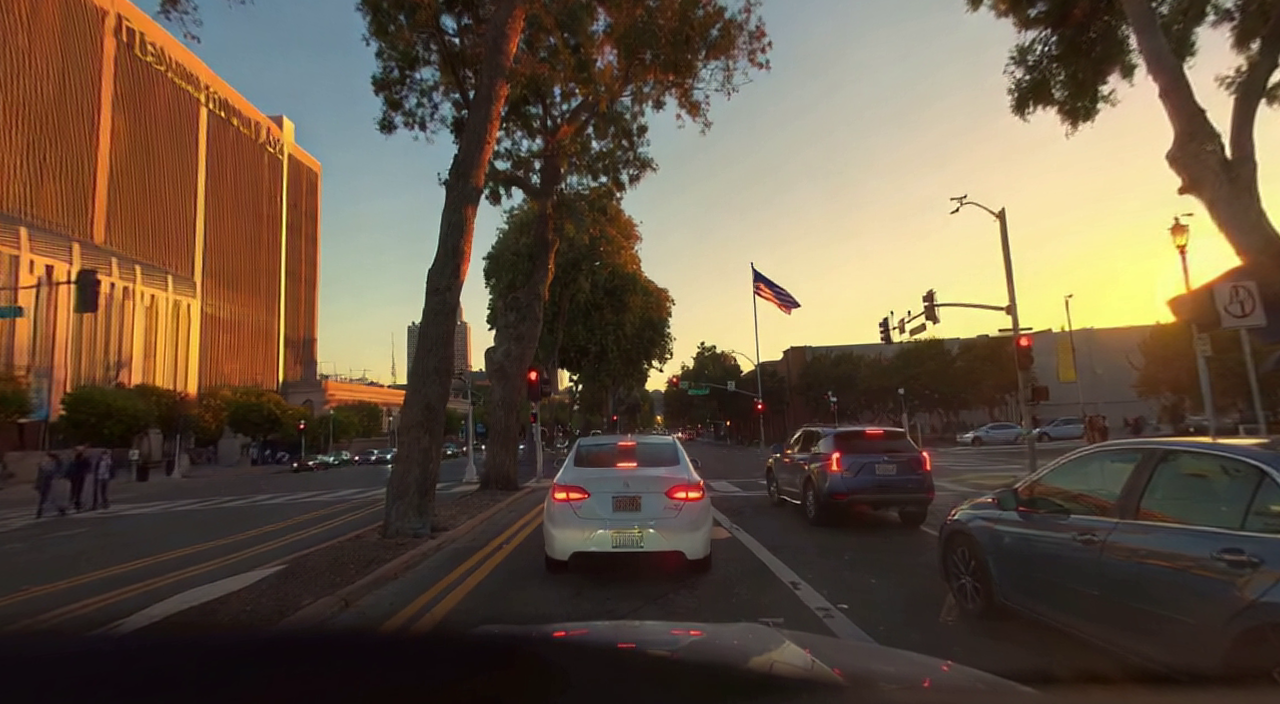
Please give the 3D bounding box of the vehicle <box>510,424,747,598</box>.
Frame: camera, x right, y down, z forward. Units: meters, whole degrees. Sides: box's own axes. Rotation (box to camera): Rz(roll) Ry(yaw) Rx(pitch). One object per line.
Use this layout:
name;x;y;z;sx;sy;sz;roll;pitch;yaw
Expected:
vehicle;-0.103;1.694;7.537;2.096;1.521;3.747;0;-8;0

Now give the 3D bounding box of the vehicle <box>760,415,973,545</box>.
vehicle;3.513;2.078;10.939;1.978;1.738;4.599;0;-8;0

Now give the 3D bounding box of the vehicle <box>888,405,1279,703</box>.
vehicle;3.375;1.175;3.995;1.833;1.465;4.258;0;-8;-1
